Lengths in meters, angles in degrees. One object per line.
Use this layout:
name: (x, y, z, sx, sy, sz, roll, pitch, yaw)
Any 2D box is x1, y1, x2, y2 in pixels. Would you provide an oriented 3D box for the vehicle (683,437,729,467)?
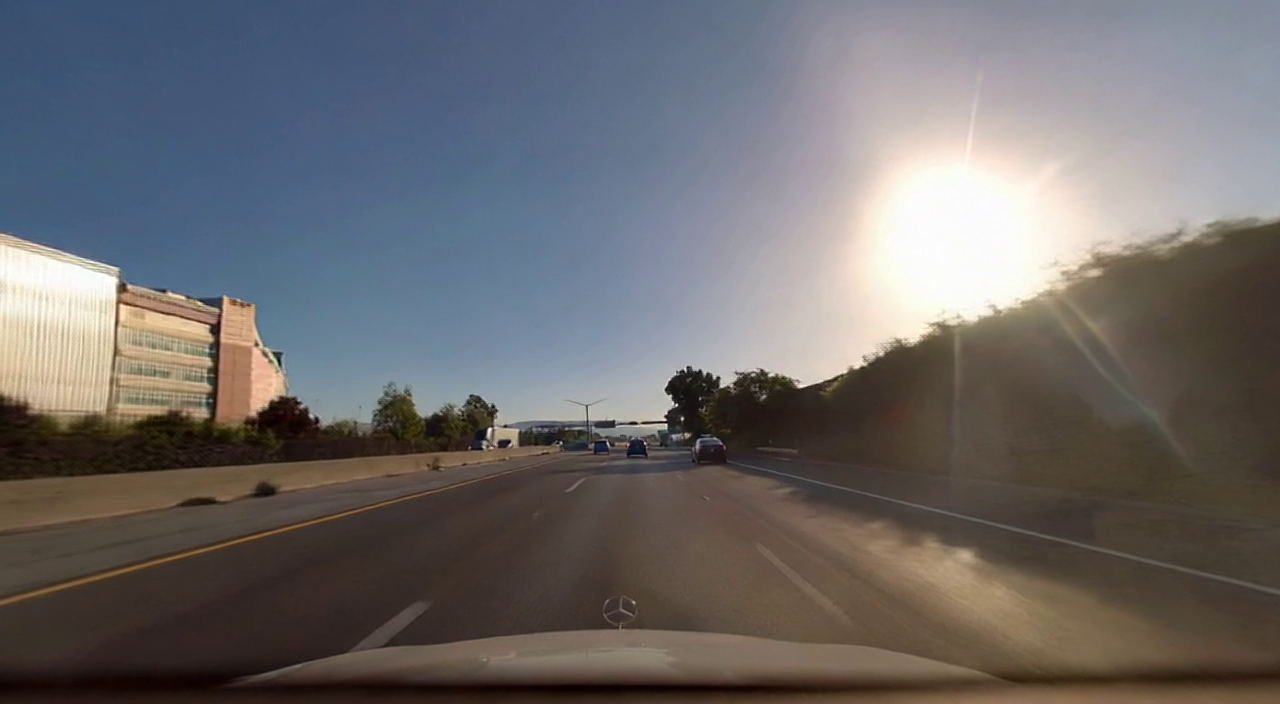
vehicle: (3.567, 5.478, 34.552, 1.992, 1.532, 3.996, 0, -8, -1)
